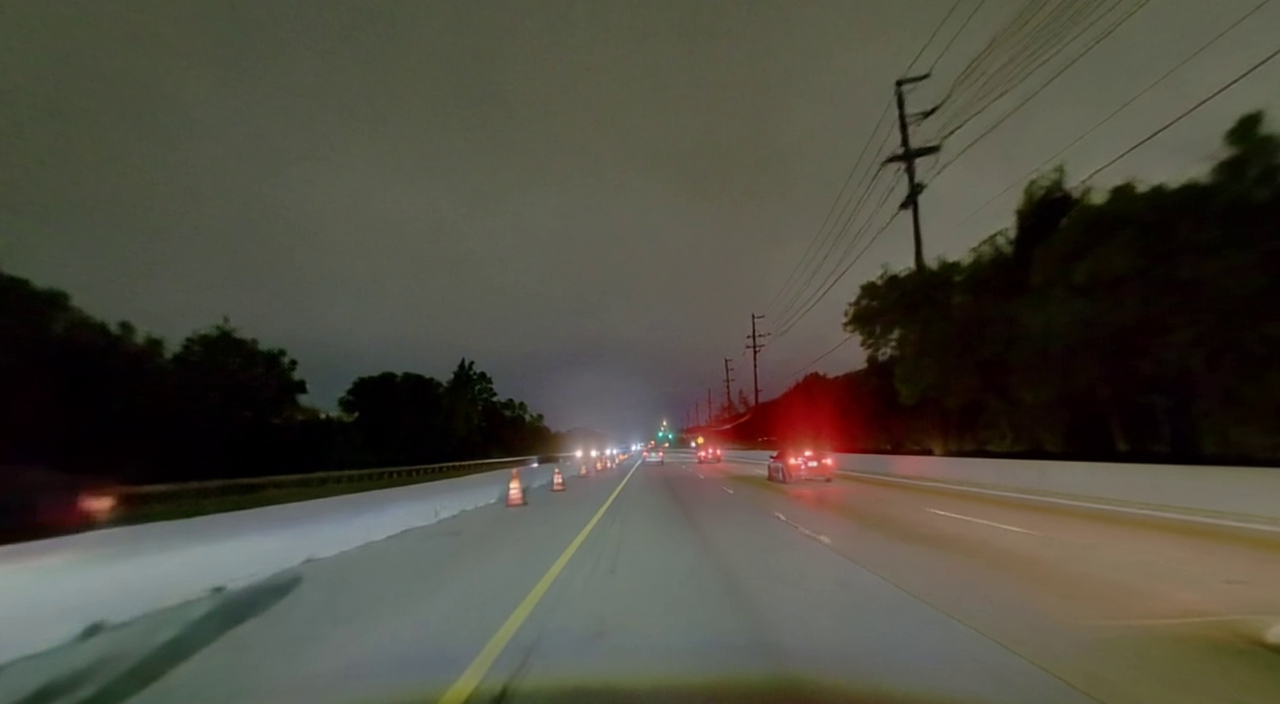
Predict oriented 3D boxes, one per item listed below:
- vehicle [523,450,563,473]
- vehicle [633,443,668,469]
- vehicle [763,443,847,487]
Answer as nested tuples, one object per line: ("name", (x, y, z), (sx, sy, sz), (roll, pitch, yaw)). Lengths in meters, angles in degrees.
("vehicle", (-6.931, 7.841, 45.419), (1.971, 1.515, 4.381), (-1, -8, 3))
("vehicle", (0.696, 6.723, 40.962), (2.096, 1.583, 4.150), (0, -8, 1))
("vehicle", (5.716, 3.943, 22.345), (1.881, 1.409, 4.016), (0, -8, 0))
